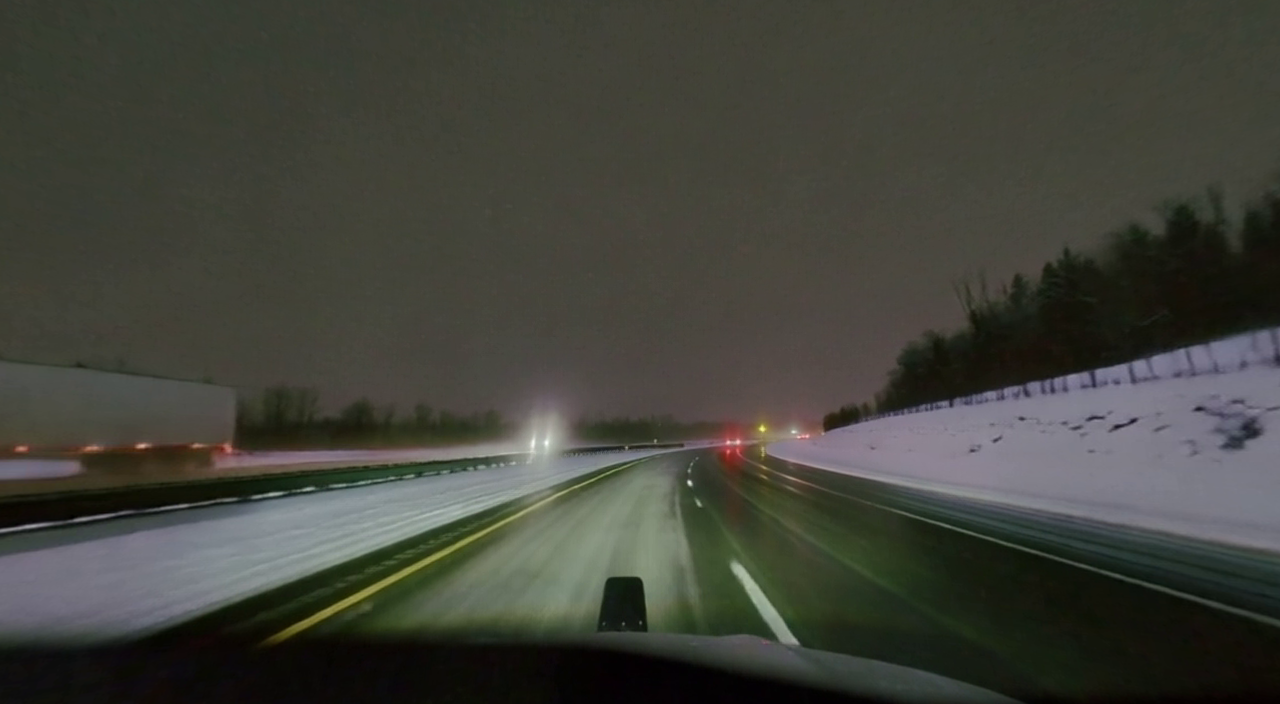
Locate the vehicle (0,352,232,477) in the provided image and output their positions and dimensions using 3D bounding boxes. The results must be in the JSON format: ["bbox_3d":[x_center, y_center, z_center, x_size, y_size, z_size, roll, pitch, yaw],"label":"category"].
[{"bbox_3d":[-23.009,2.523,24.004,2.949,4.184,16.613,-1,-9,4],"label":"vehicle"}]
